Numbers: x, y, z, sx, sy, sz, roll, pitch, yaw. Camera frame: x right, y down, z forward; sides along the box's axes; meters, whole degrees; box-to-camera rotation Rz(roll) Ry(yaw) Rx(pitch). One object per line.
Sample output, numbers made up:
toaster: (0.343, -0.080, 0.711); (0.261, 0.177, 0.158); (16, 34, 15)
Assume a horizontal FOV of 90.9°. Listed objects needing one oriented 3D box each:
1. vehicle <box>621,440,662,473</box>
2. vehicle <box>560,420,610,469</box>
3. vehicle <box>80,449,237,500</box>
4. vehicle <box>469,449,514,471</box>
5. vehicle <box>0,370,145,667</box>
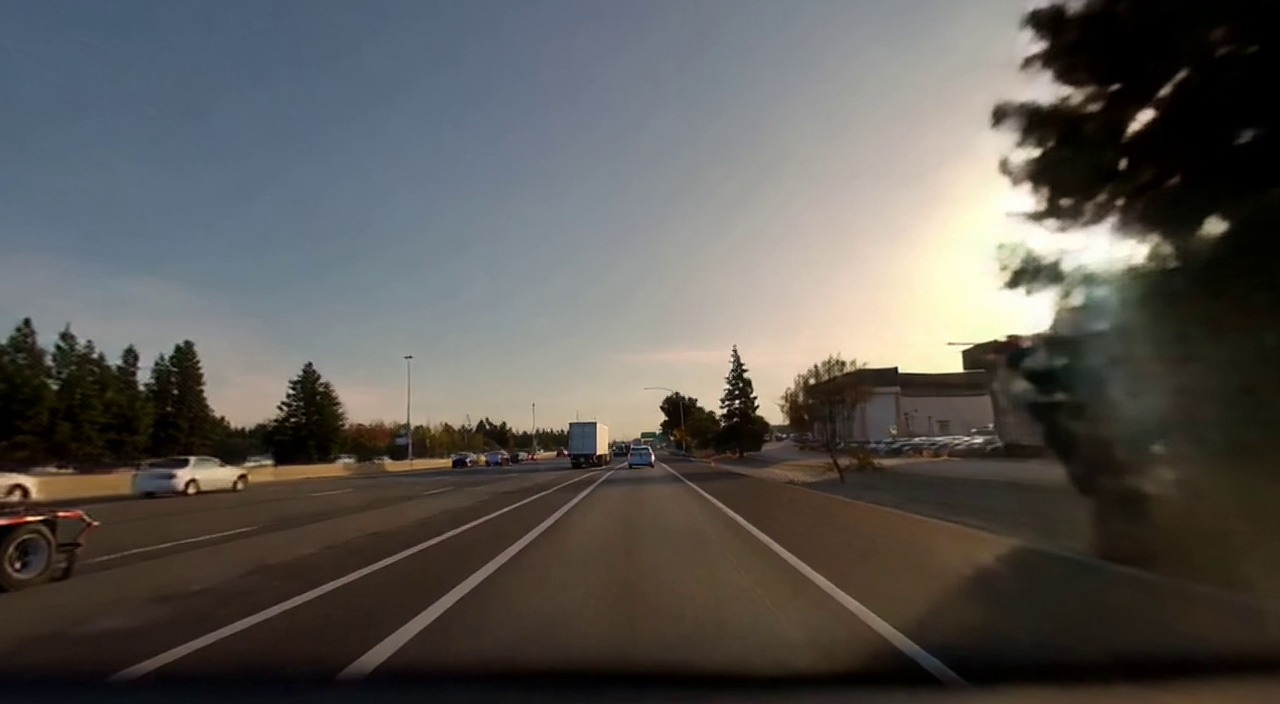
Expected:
vehicle: (0.108, 6.108, 37.280); (2.227, 1.794, 4.646); (0, -8, 1)
vehicle: (-4.164, 7.231, 49.361); (2.796, 3.426, 8.553); (-1, -8, 2)
vehicle: (-18.324, 4.635, 24.397); (2.076, 1.709, 4.893); (-1, -8, 2)
vehicle: (-10.799, 7.903, 46.274); (1.928, 1.480, 4.823); (-1, -8, 2)
vehicle: (-5.048, 0.836, 2.584); (2.200, 1.793, 4.586); (0, -8, 2)
